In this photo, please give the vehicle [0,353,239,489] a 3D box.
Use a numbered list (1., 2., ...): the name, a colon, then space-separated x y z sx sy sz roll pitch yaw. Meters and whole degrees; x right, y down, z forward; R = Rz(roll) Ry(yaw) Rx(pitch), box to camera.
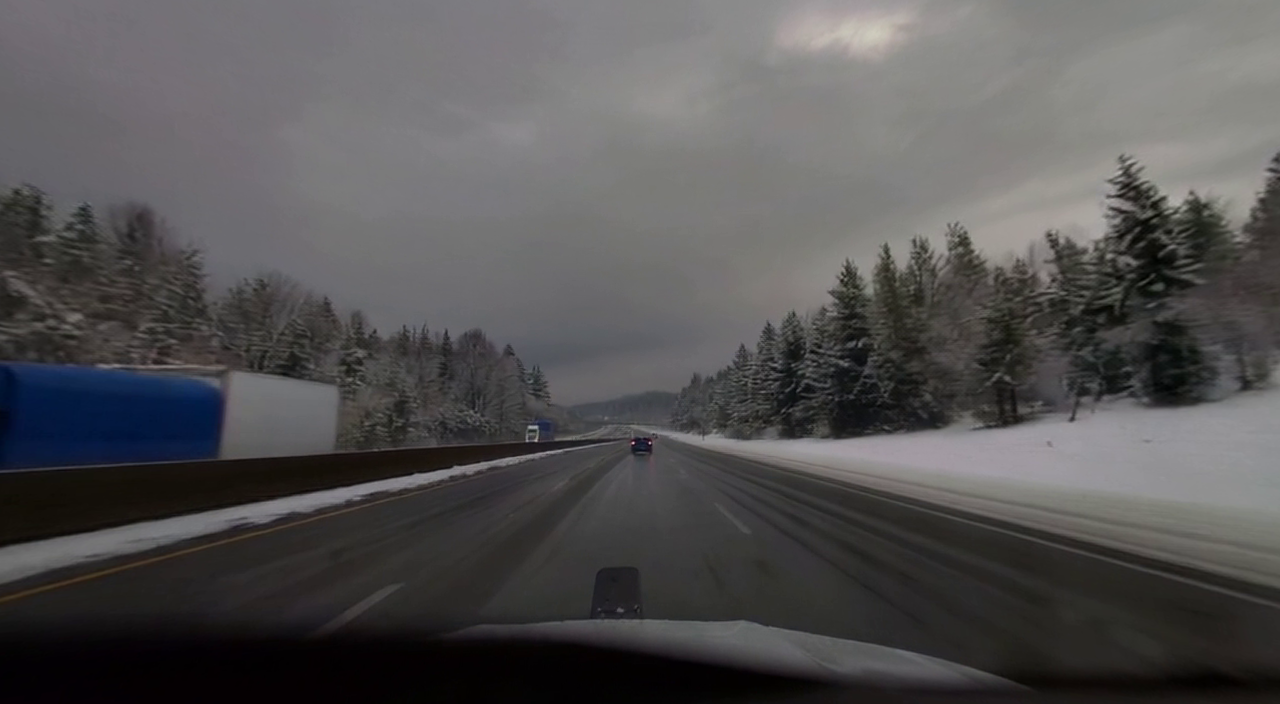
1. vehicle: -17.824 2.399 20.904 2.910 3.522 9.143 0 -8 0
